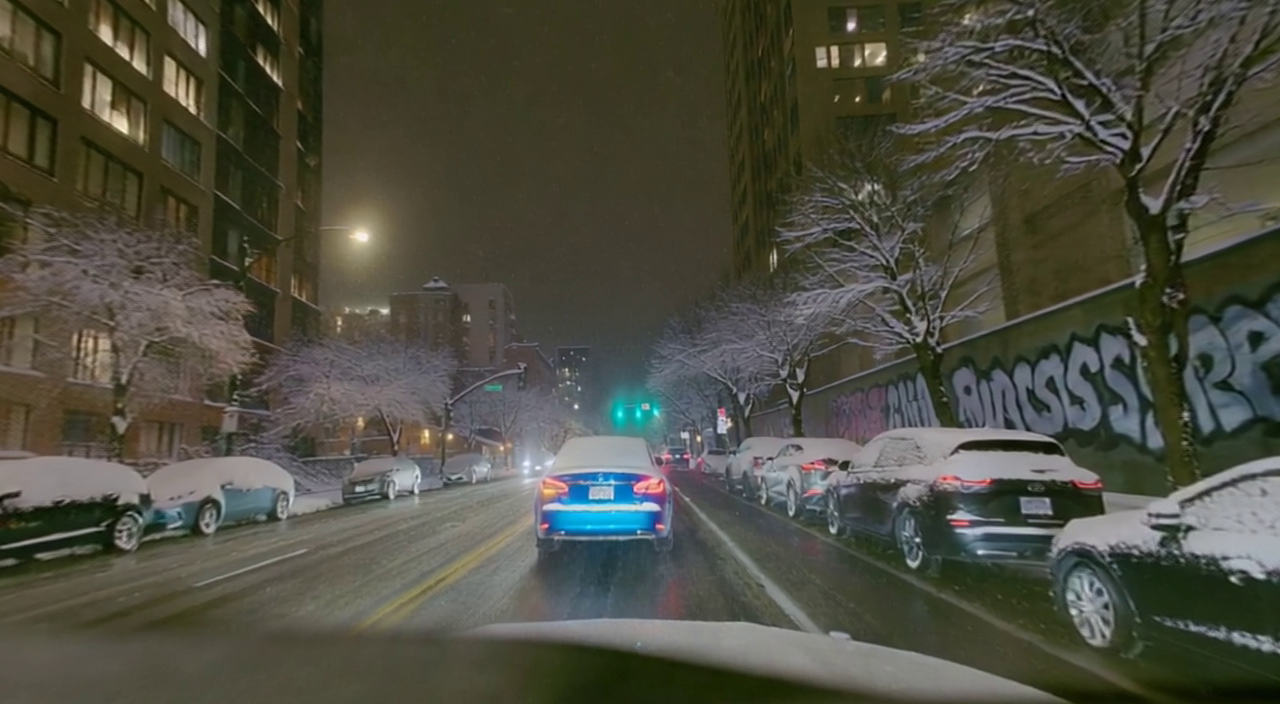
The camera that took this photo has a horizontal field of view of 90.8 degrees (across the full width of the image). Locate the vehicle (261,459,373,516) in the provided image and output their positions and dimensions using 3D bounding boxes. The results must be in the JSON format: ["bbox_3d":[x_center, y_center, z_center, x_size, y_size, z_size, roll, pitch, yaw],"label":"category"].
[{"bbox_3d":[-11.013,4.602,21.888,1.741,1.506,4.370,-4,-8,-2],"label":"vehicle"}]

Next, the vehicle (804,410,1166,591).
[{"bbox_3d":[4.194,1.879,9.078,2.097,1.811,5.230,0,-8,-2],"label":"vehicle"}]

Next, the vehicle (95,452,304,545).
[{"bbox_3d":[-10.942,3.588,16.211,2.276,1.741,4.439,-6,-8,-1],"label":"vehicle"}]

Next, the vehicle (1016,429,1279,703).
[{"bbox_3d":[4.195,1.179,3.064,1.955,1.535,4.266,2,-8,-3],"label":"vehicle"}]

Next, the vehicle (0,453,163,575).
[{"bbox_3d":[-10.824,2.738,10.690,1.988,1.781,4.827,-5,-8,-3],"label":"vehicle"}]

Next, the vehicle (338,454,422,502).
[{"bbox_3d":[-11.058,5.340,27.178,1.822,1.639,4.144,-7,-8,0],"label":"vehicle"}]

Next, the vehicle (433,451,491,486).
[{"bbox_3d":[-10.930,7.147,39.199,2.199,1.717,4.888,-6,-8,-2],"label":"vehicle"}]

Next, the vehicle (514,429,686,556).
[{"bbox_3d":[-0.521,2.096,10.203,2.166,1.579,4.300,0,-8,0],"label":"vehicle"}]
